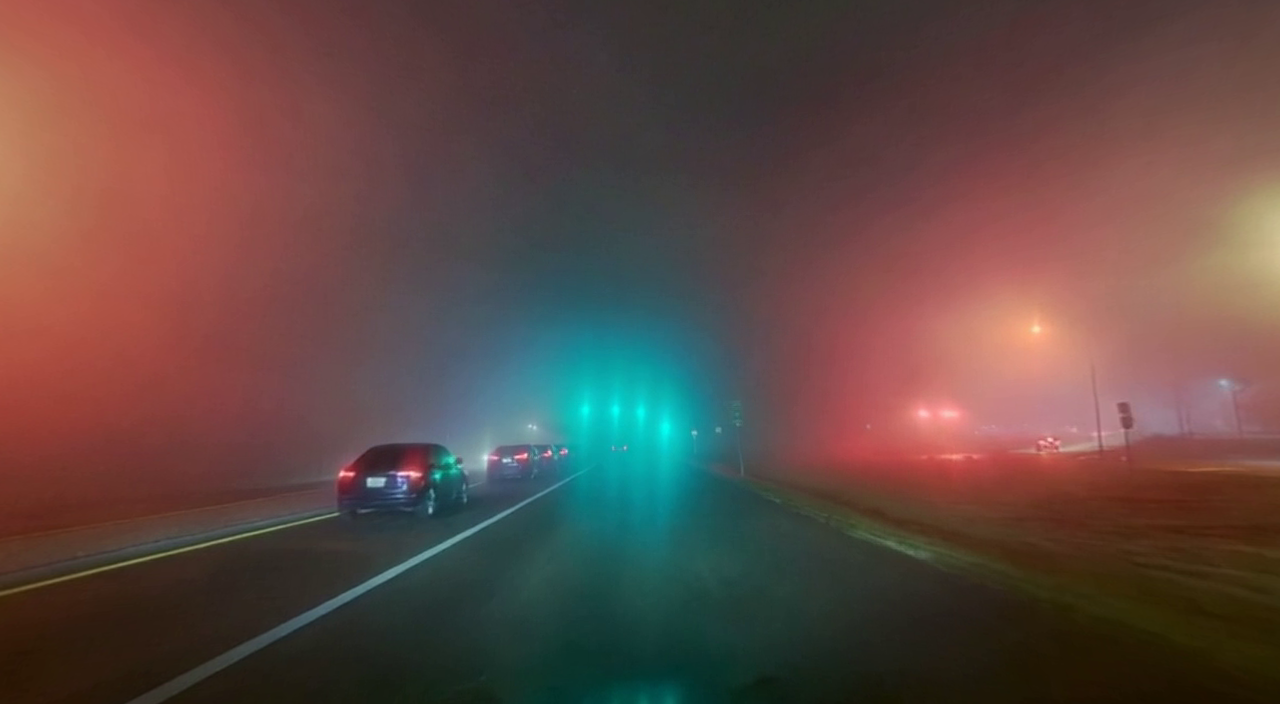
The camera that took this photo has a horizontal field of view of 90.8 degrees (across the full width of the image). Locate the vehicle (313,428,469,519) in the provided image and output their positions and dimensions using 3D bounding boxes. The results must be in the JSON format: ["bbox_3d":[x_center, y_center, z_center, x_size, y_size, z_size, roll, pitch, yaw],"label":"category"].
[{"bbox_3d":[-5.276,2.613,14.066,2.041,1.698,4.094,1,-9,-5],"label":"vehicle"}]

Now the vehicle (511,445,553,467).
[{"bbox_3d":[-7.515,7.298,44.459,2.030,1.482,4.818,0,-9,0],"label":"vehicle"}]

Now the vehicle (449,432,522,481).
[{"bbox_3d":[-6.398,4.390,26.804,2.337,1.862,4.924,1,-9,-6],"label":"vehicle"}]
